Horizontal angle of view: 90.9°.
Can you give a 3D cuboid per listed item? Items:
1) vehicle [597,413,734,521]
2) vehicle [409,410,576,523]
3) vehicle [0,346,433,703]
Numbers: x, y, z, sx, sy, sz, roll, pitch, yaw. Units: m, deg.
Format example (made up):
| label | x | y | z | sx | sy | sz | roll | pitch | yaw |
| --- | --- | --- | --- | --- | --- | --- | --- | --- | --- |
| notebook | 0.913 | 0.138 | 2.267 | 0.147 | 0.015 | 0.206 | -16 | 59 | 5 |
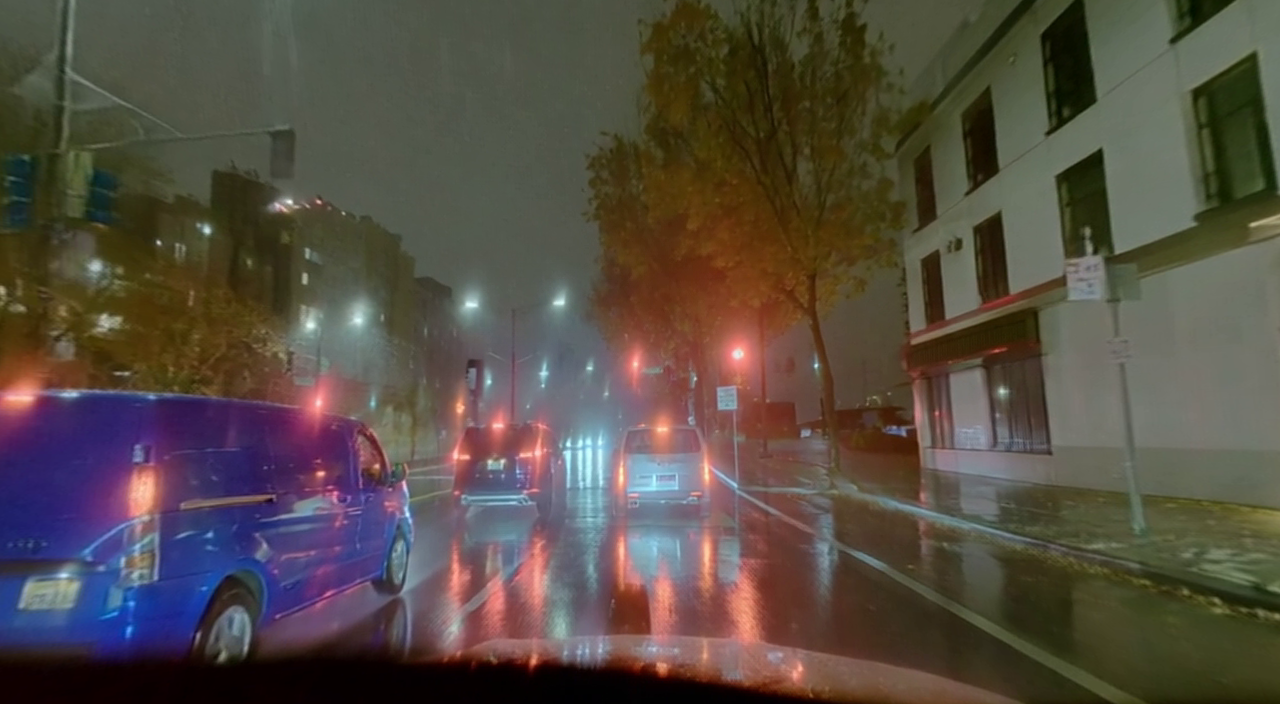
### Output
| label | x | y | z | sx | sy | sz | roll | pitch | yaw |
| --- | --- | --- | --- | --- | --- | --- | --- | --- | --- |
| vehicle | 0.435 | 2.144 | 12.180 | 2.205 | 1.727 | 3.917 | 0 | -8 | 1 |
| vehicle | -2.609 | 2.180 | 12.511 | 2.124 | 1.799 | 4.587 | 0 | -8 | 1 |
| vehicle | -3.154 | 1.108 | 4.657 | 1.940 | 1.722 | 3.823 | 0 | -8 | 0 |
